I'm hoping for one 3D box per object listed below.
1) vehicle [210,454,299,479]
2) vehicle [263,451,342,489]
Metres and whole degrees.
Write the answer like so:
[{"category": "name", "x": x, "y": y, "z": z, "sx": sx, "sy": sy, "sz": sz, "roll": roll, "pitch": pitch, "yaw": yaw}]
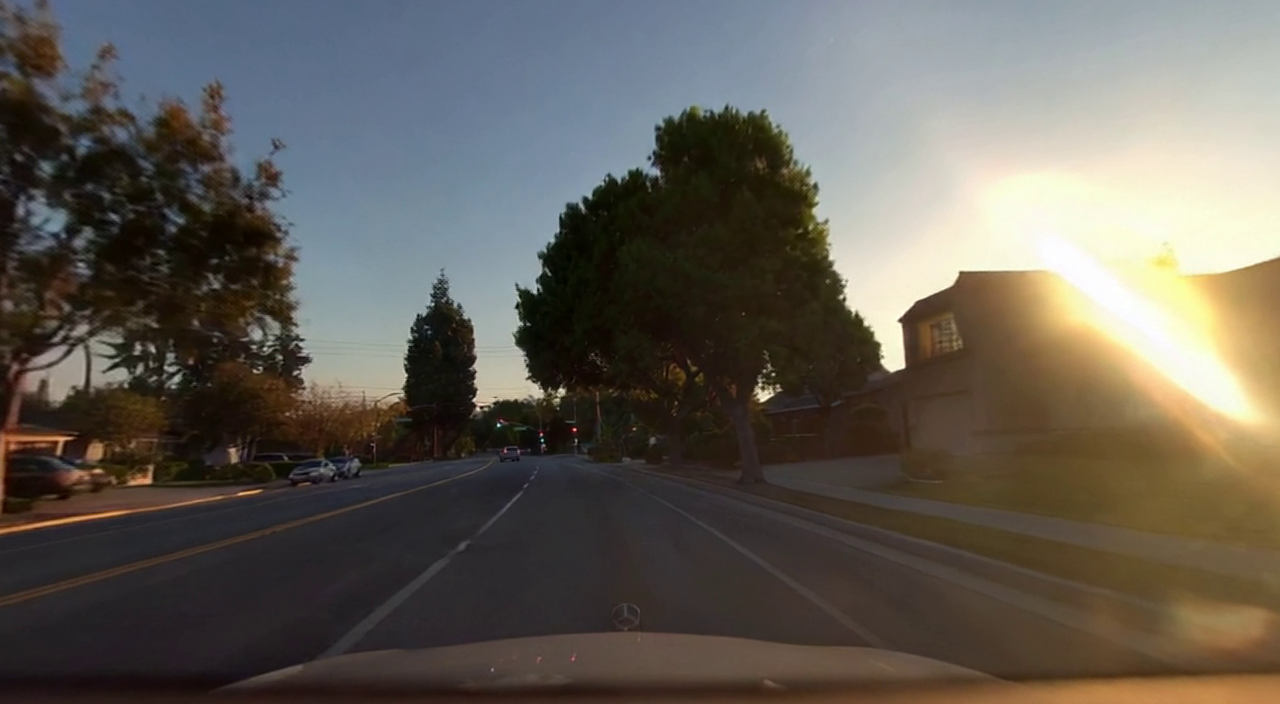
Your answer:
[{"category": "vehicle", "x": -27.394, "y": 8.131, "z": 45.014, "sx": 4.887, "sy": 1.517, "sz": 2.007, "roll": 4, "pitch": -8, "yaw": -11}, {"category": "vehicle", "x": -18.002, "y": 6.296, "z": 34.021, "sx": 2.029, "sy": 1.726, "sz": 5.366, "roll": -3, "pitch": -9, "yaw": -8}]
